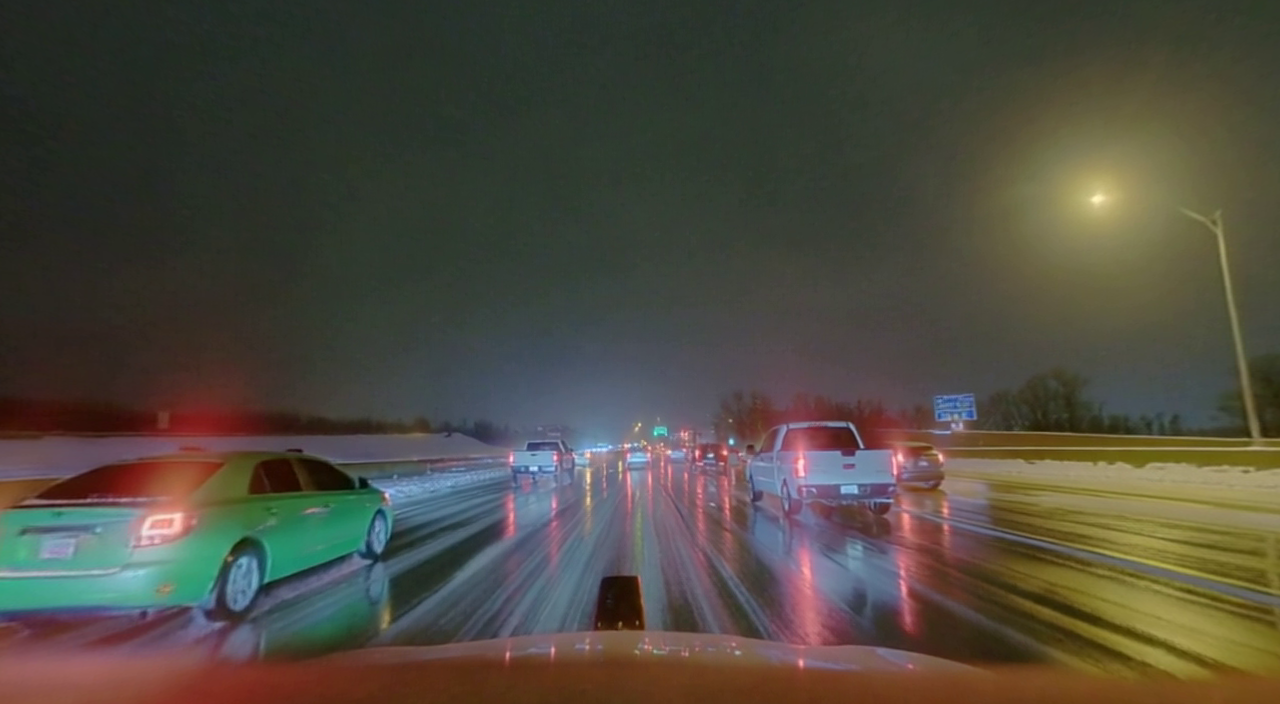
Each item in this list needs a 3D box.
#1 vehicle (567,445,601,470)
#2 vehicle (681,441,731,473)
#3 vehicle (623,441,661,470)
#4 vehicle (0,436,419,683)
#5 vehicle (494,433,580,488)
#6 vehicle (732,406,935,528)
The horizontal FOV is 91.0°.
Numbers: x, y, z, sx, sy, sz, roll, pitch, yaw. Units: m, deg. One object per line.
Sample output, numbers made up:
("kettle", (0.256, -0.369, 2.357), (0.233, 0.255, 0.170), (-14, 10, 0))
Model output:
("vehicle", (-3.591, 6.848, 41.118), (1.907, 1.484, 3.954), (0, -9, 0))
("vehicle", (3.546, 5.731, 34.655), (2.145, 1.636, 4.437), (1, -9, -1))
("vehicle", (0.091, 6.215, 37.972), (2.147, 1.572, 4.094), (0, -9, 0))
("vehicle", (-3.854, 1.542, 5.906), (1.947, 1.424, 4.264), (0, -9, 1))
("vehicle", (-3.622, 3.939, 23.170), (2.176, 1.783, 4.799), (0, -9, 2))
("vehicle", (3.523, 2.265, 12.931), (2.340, 1.925, 5.529), (0, -9, -1))
